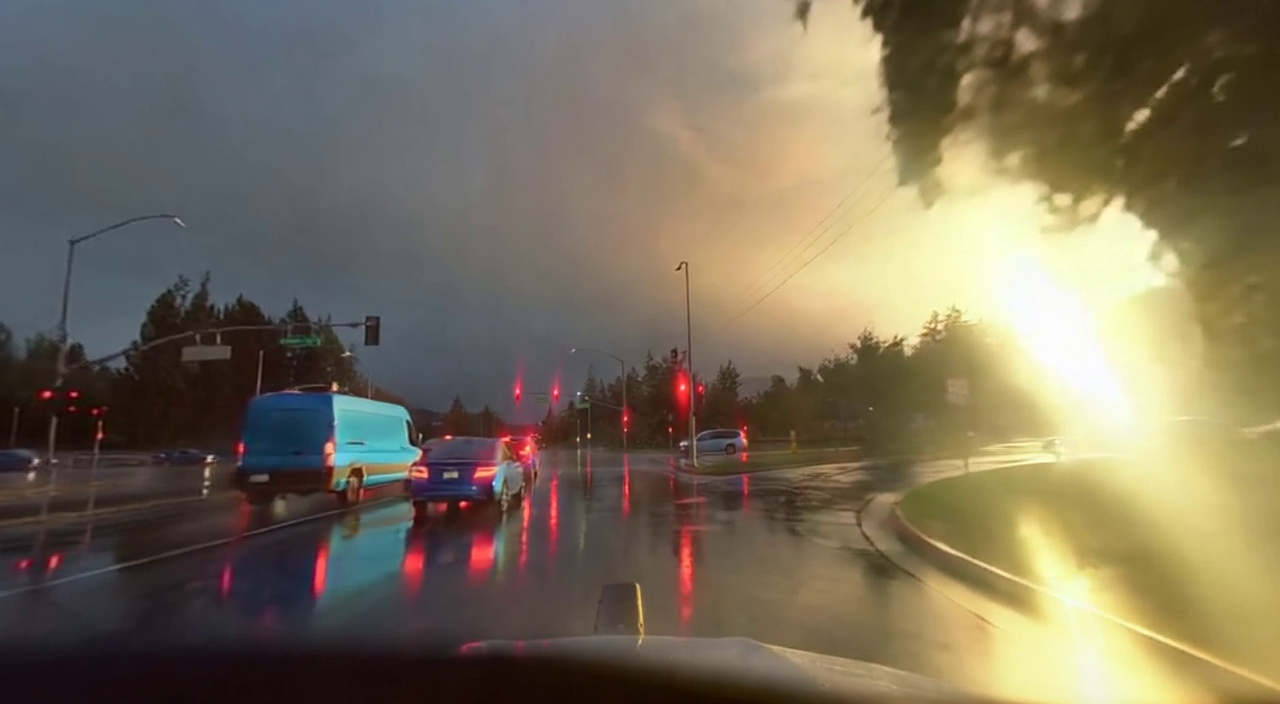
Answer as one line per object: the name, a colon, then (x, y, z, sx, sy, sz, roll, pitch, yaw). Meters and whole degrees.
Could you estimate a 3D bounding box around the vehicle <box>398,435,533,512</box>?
vehicle: (-3.797, 2.731, 14.612, 2.019, 1.485, 4.565, 1, -9, -3)

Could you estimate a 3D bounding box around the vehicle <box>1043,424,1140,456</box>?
vehicle: (21.929, 4.301, 30.613, 3.718, 1.480, 1.981, 4, -9, -20)

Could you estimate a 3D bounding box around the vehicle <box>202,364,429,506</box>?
vehicle: (-7.790, 2.217, 16.380, 2.461, 2.889, 6.776, 1, -9, -2)

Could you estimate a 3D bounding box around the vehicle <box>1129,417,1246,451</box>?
vehicle: (28.308, 4.285, 32.701, 4.056, 1.659, 1.881, -2, -9, 13)
